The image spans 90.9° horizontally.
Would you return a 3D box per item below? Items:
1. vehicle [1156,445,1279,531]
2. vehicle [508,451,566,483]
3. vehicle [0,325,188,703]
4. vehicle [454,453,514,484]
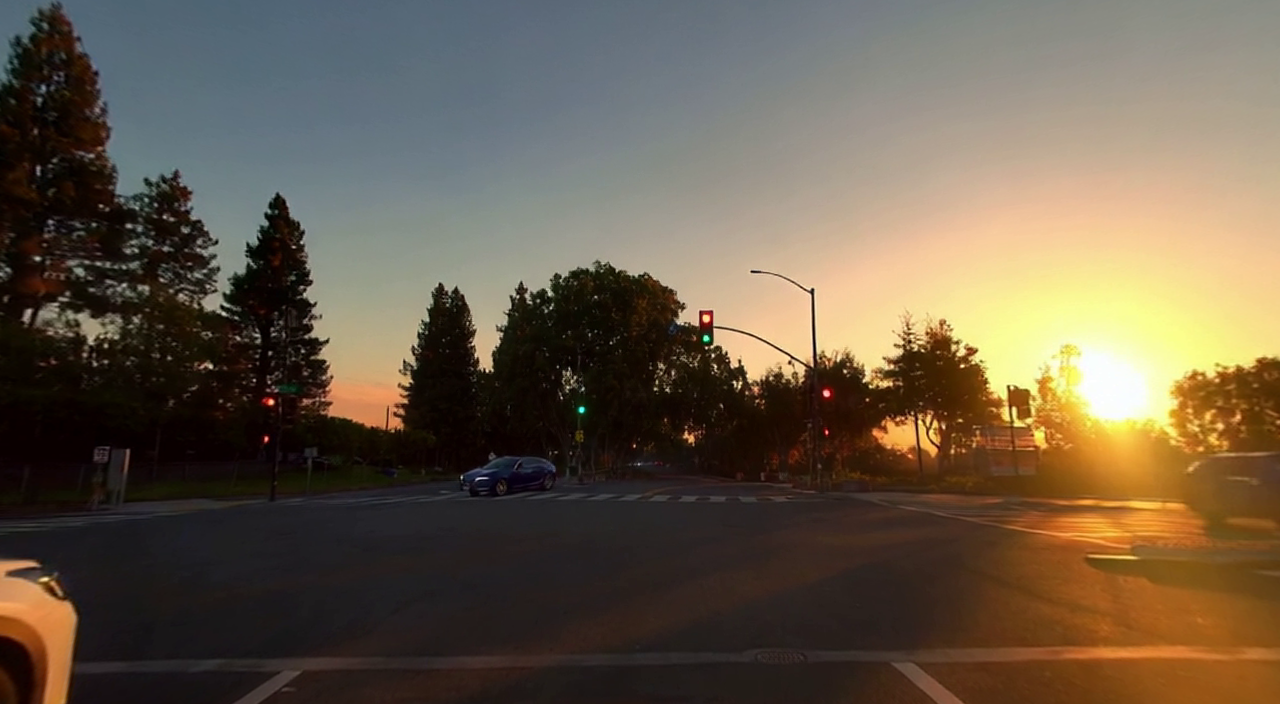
[{"bbox_3d":[12.964,2.558,12.192,4.404,1.486,1.841,0,-8,-3],"label":"vehicle"},{"bbox_3d":[-5.237,5.933,32.850,2.107,1.456,4.728,0,-8,2],"label":"vehicle"},{"bbox_3d":[-3.480,0.586,0.896,2.242,1.761,4.505,0,-8,1],"label":"vehicle"},{"bbox_3d":[-8.034,6.017,32.807,1.960,1.433,4.213,0,-8,1],"label":"vehicle"}]
